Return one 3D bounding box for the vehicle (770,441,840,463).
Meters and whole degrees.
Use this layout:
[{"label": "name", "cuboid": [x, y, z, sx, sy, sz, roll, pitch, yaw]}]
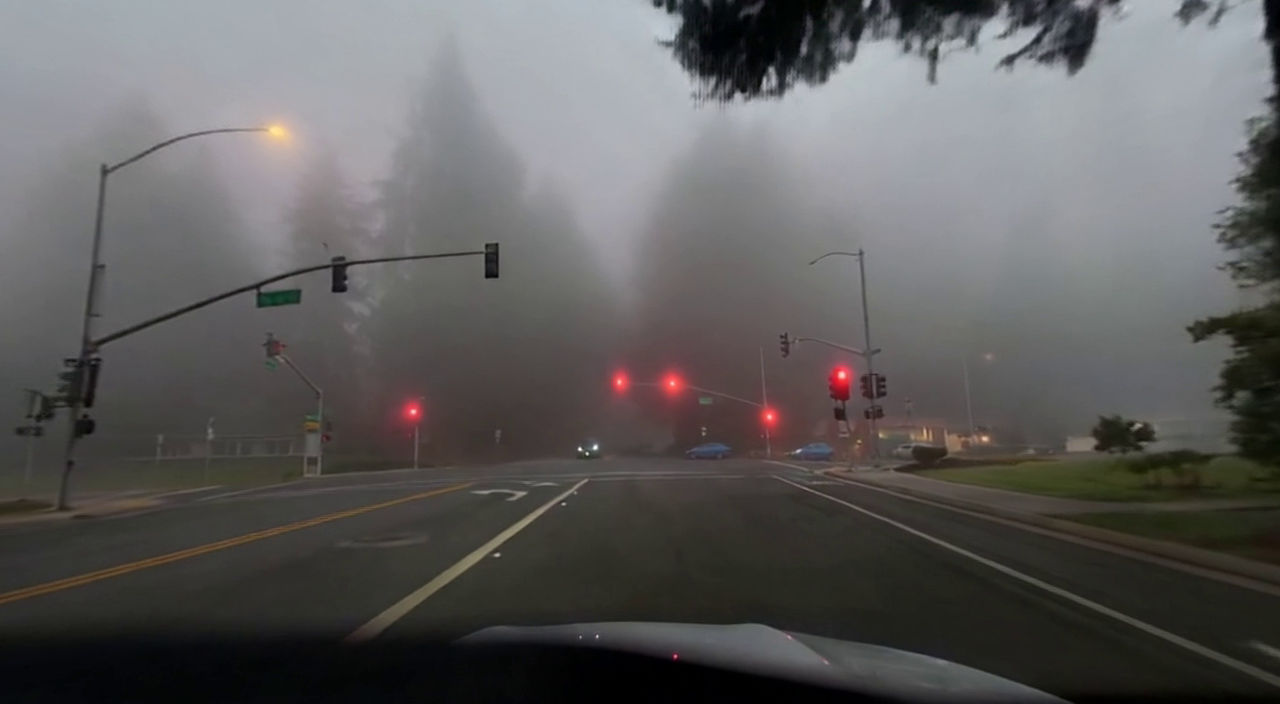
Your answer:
[{"label": "vehicle", "cuboid": [11.785, 7.155, 45.129, 4.528, 1.482, 1.864, 3, -9, -19]}]
